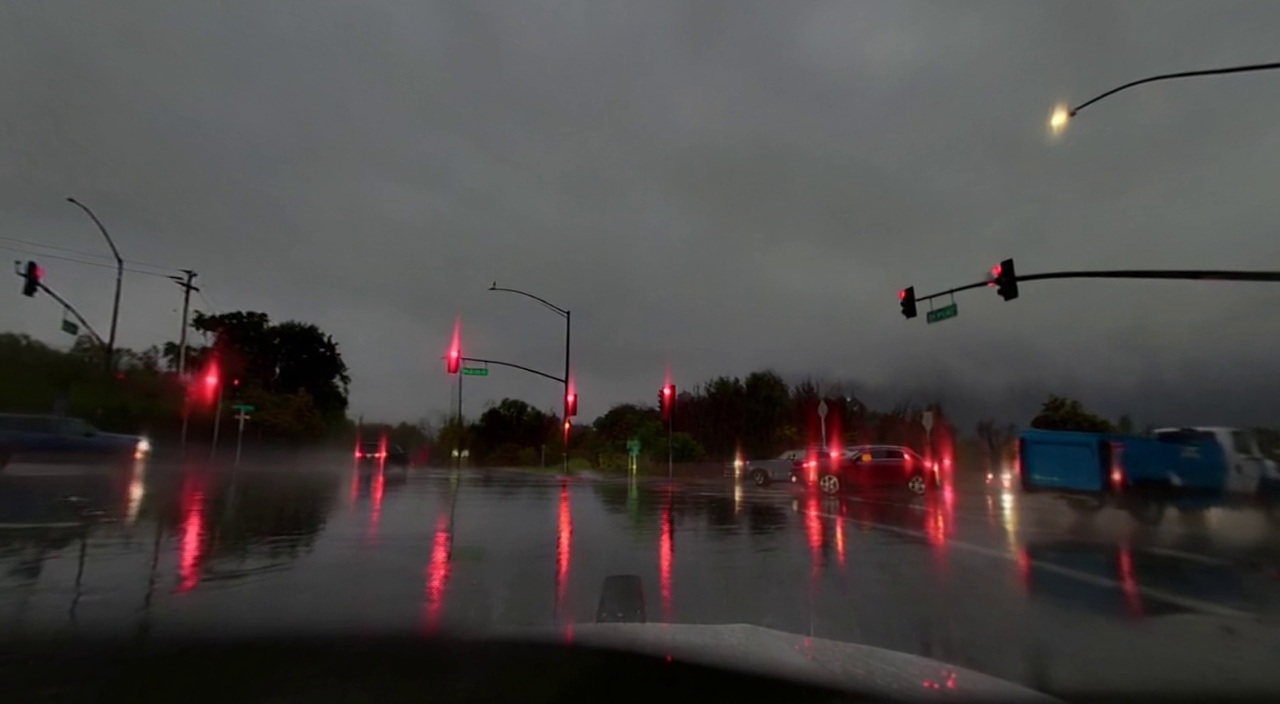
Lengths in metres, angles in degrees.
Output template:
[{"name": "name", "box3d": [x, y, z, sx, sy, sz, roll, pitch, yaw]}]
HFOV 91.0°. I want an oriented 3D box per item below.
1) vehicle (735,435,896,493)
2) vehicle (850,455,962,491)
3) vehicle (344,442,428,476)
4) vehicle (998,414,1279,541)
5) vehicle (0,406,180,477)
[{"name": "vehicle", "box3d": [6.684, 4.288, 24.308, 5.535, 1.896, 2.170, 3, -9, -6]}, {"name": "vehicle", "box3d": [12.590, 5.745, 29.986, 4.537, 1.608, 1.827, 1, -9, -5]}, {"name": "vehicle", "box3d": [-12.743, 5.386, 31.951, 1.964, 1.525, 4.750, 0, -9, 5]}, {"name": "vehicle", "box3d": [11.745, 2.742, 14.339, 5.978, 2.400, 2.851, 3, -9, -19]}, {"name": "vehicle", "box3d": [-18.327, 2.845, 19.877, 2.243, 2.011, 5.631, -7, -11, 41]}]
